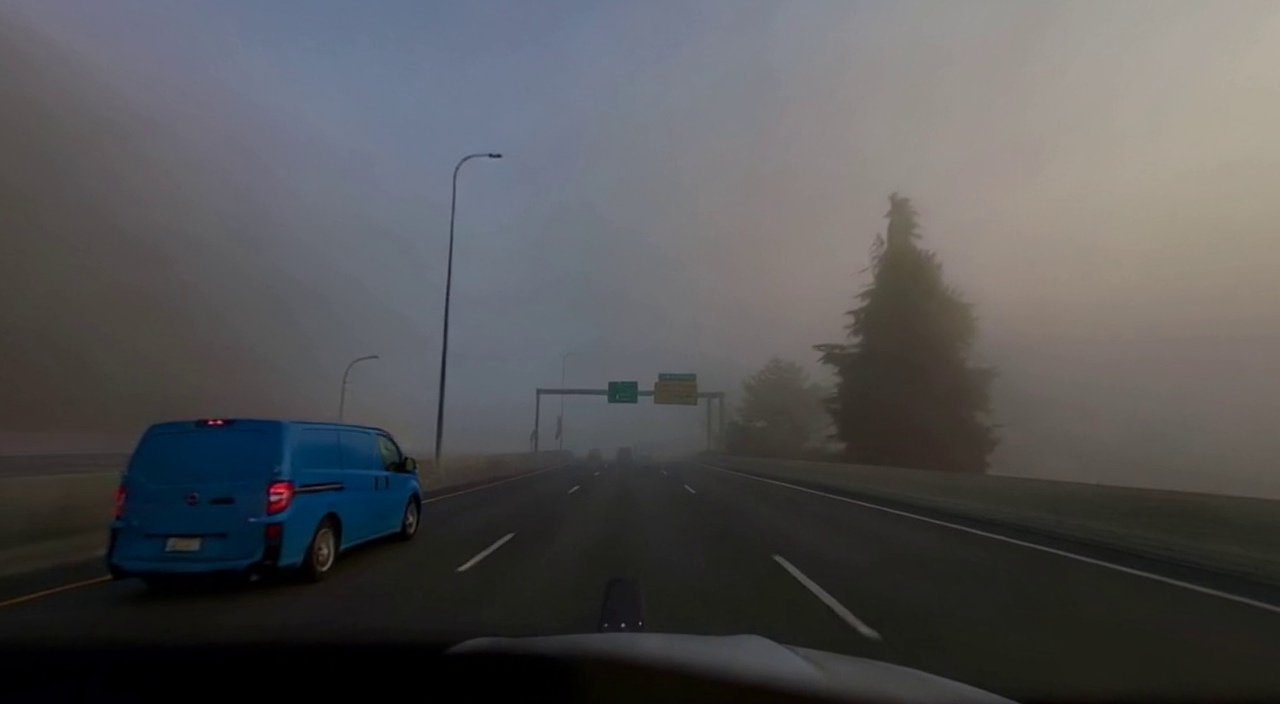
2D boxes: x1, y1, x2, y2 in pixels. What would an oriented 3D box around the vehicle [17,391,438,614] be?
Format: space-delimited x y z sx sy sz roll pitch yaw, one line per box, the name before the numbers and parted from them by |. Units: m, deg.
vehicle | -4.065 1.554 7.385 1.971 1.795 4.389 0 -9 -1
